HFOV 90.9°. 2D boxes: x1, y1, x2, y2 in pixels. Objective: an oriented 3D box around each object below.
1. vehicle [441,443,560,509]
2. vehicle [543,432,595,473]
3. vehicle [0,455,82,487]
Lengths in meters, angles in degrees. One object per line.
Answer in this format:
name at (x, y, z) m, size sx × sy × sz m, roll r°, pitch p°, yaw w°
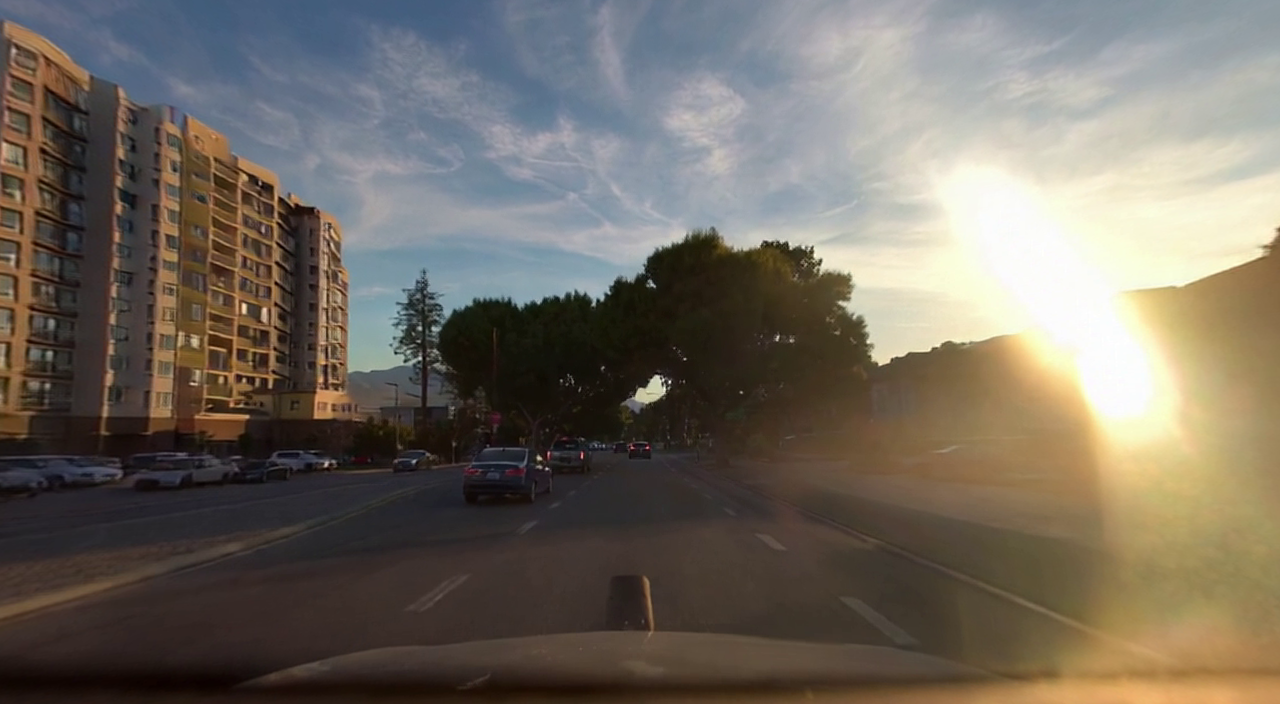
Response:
vehicle at (-3.269, 3.010, 15.735) m, size 1.959 × 1.406 × 4.272 m, roll 0°, pitch -9°, yaw 1°
vehicle at (-3.667, 5.300, 33.225) m, size 2.152 × 1.987 × 4.527 m, roll 0°, pitch -9°, yaw 1°
vehicle at (-37.284, 7.236, 38.397) m, size 4.402 × 1.868 × 2.071 m, roll 1°, pitch -9°, yaw -4°
